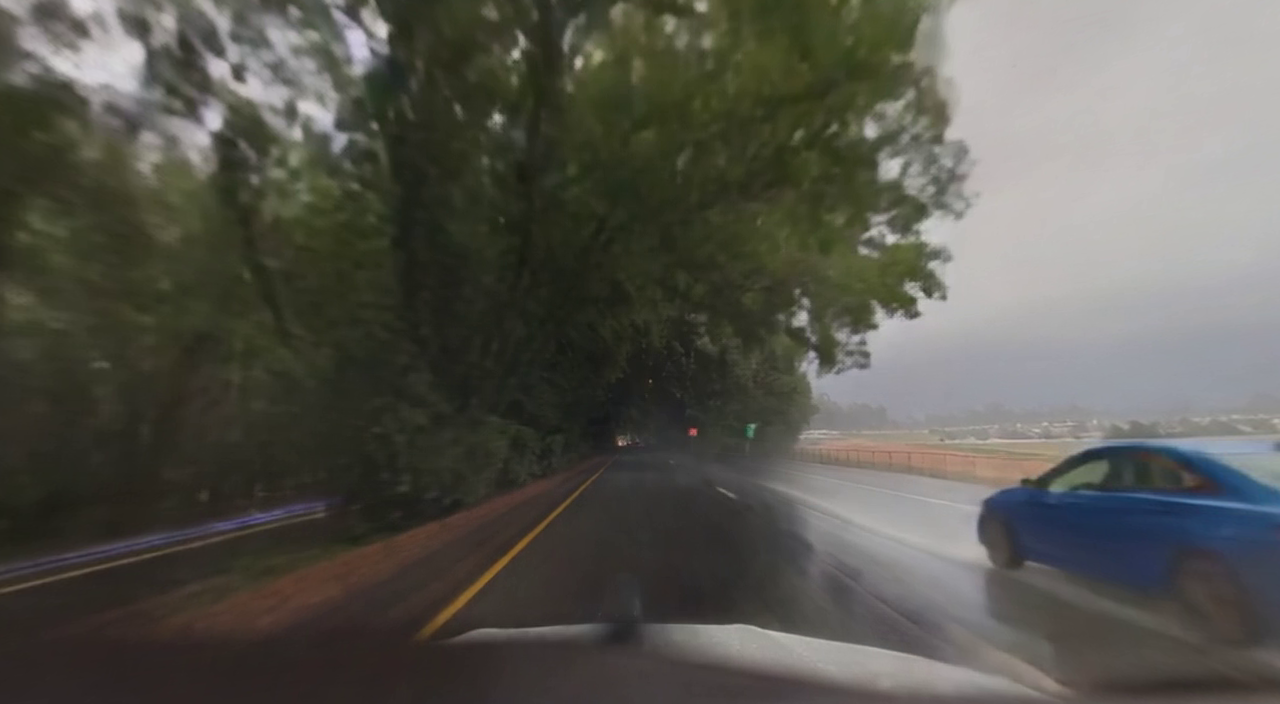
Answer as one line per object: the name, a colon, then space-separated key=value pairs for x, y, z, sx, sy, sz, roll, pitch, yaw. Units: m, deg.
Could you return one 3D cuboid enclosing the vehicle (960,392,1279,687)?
vehicle: x=4.276 y=1.077 z=4.021 sx=1.905 sy=1.525 sz=4.719 roll=0 pitch=-8 yaw=-1
